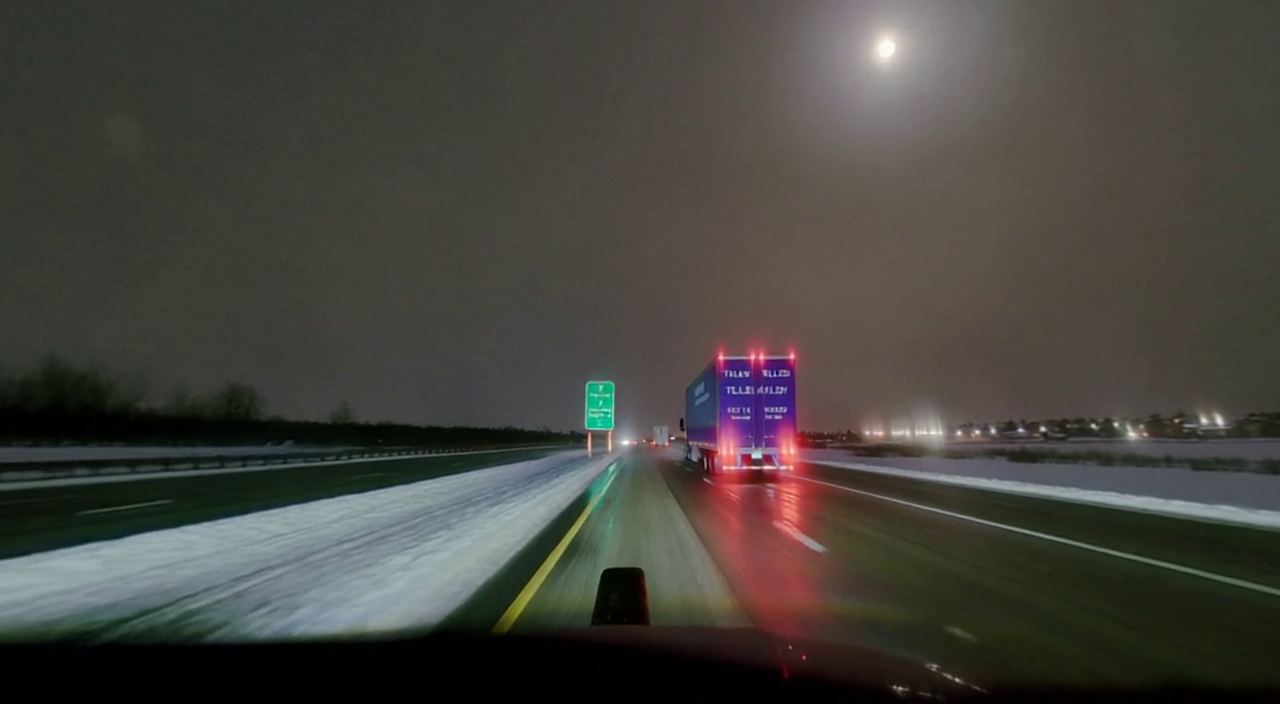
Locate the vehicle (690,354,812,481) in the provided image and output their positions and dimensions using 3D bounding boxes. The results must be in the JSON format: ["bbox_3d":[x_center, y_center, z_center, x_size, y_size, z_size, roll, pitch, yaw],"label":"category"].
[{"bbox_3d":[4.122,3.099,27.388,3.006,4.093,14.142,0,-8,1],"label":"vehicle"}]
